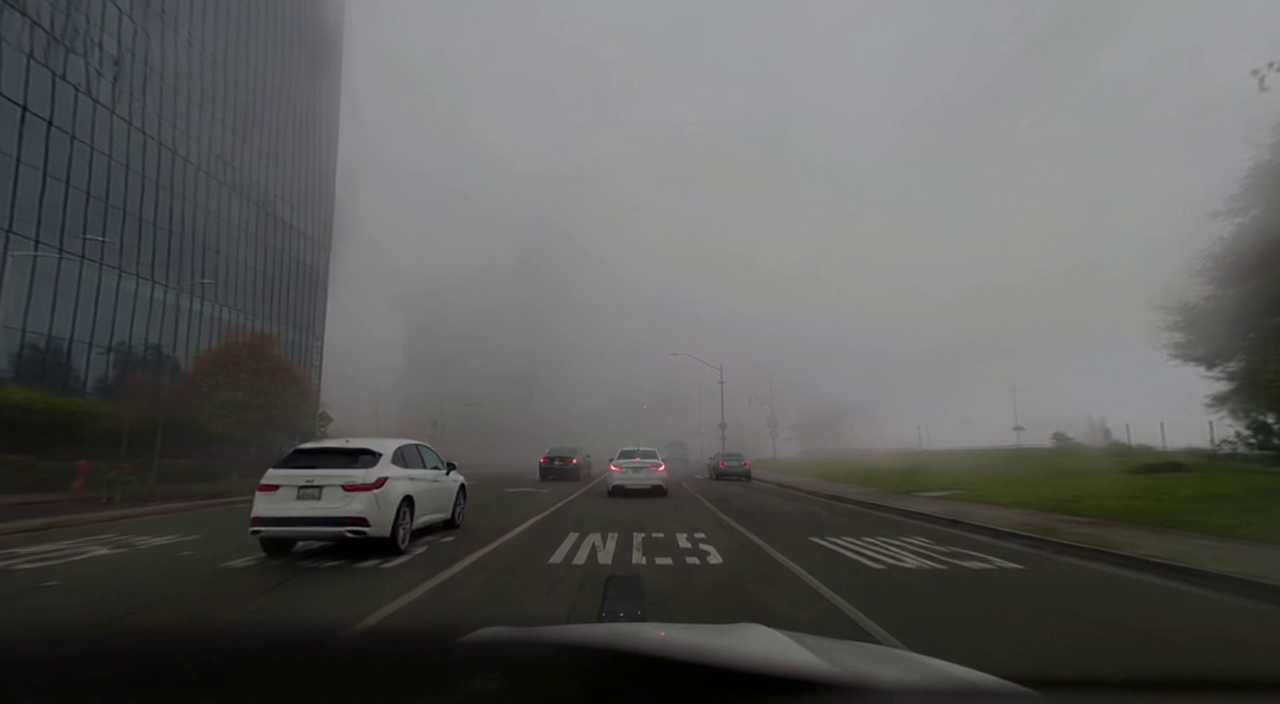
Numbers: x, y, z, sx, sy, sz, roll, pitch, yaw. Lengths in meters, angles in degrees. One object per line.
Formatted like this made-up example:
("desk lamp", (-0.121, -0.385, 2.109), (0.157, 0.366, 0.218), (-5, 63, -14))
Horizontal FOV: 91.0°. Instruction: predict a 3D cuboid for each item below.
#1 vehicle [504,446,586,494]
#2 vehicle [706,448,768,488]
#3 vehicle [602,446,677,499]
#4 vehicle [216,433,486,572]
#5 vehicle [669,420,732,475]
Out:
("vehicle", (-3.234, 4.100, 22.332), (2.044, 1.508, 4.479), (0, -9, 2))
("vehicle", (4.010, 4.849, 26.663), (1.940, 1.514, 4.187), (0, -9, 0))
("vehicle", (0.018, 3.831, 20.496), (2.174, 1.509, 4.374), (0, -9, 1))
("vehicle", (-3.749, 2.000, 9.186), (1.933, 1.520, 4.195), (0, -9, 0))
("vehicle", (3.994, 6.808, 44.963), (3.074, 3.316, 12.953), (0, -9, -1))
